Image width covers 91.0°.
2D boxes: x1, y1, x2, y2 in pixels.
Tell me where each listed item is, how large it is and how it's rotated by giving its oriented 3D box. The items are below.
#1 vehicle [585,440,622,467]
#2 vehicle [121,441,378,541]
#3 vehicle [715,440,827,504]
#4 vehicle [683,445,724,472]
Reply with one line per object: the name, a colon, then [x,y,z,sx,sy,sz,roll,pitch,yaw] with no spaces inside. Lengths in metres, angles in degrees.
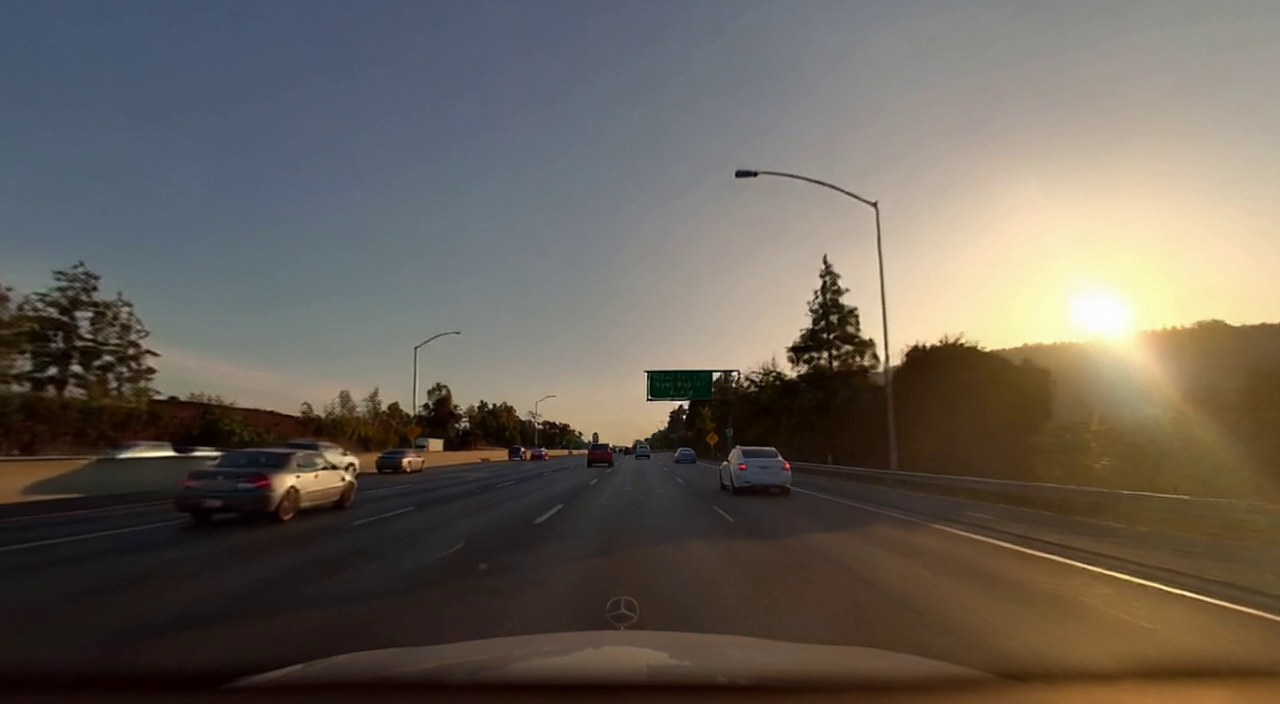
vehicle: [-2.746,7.846,48.740,2.449,1.929,5.503,0,-9,0]
vehicle: [-7.080,2.516,12.197,1.977,1.529,4.616,0,-9,0]
vehicle: [3.445,3.251,17.546,2.126,1.529,4.438,0,-9,0]
vehicle: [3.729,6.327,37.558,1.929,1.485,4.482,0,-9,0]
